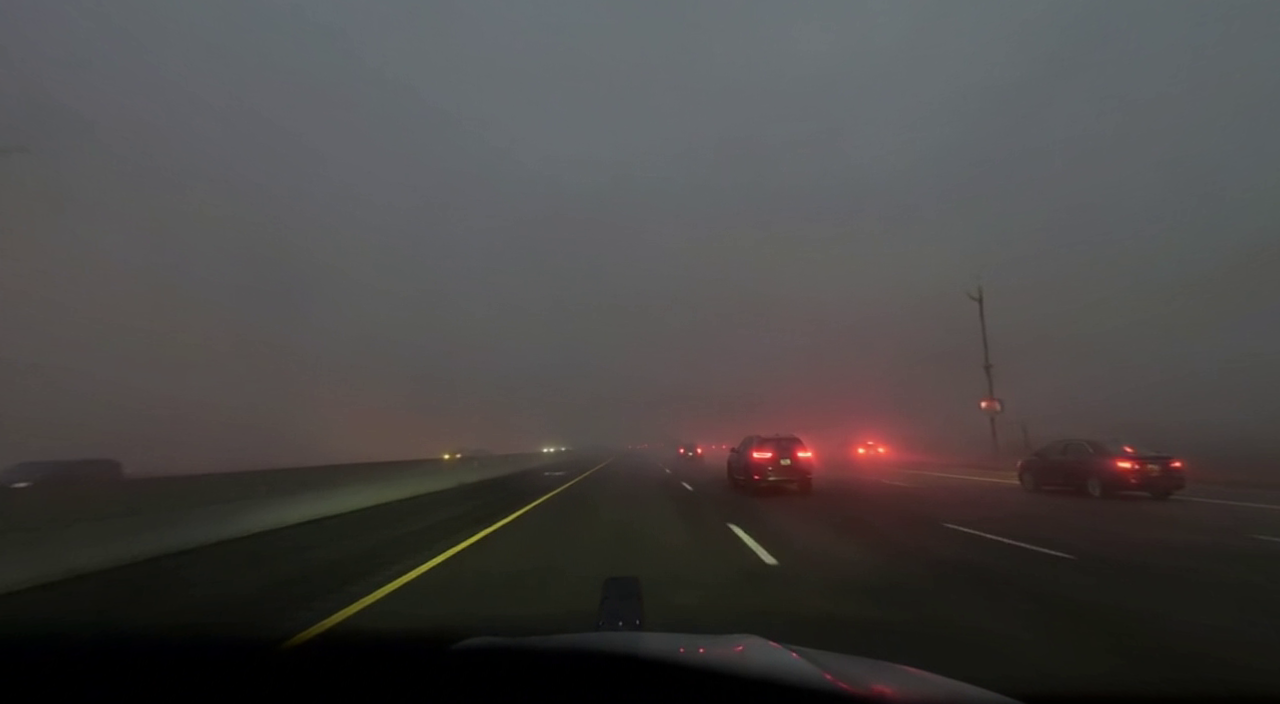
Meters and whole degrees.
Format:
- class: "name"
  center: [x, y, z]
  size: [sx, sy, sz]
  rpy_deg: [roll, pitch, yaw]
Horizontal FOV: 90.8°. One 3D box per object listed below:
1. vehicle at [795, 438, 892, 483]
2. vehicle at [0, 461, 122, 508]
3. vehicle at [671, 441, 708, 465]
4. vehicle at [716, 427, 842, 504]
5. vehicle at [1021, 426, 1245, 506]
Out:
- class: "vehicle"
  center: [7.159, 3.864, 22.725]
  size: [1.952, 1.442, 4.259]
  rpy_deg: [0, -8, -1]
- class: "vehicle"
  center: [-21.788, 4.809, 23.293]
  size: [1.833, 1.472, 4.107]
  rpy_deg: [0, -8, 0]
- class: "vehicle"
  center: [3.266, 6.748, 42.339]
  size: [2.038, 1.477, 4.313]
  rpy_deg: [0, -8, -1]
- class: "vehicle"
  center: [3.210, 2.743, 15.659]
  size: [1.977, 1.601, 4.598]
  rpy_deg: [0, -8, -2]
- class: "vehicle"
  center: [11.046, 2.570, 14.641]
  size: [1.844, 1.560, 4.085]
  rpy_deg: [0, -8, 0]
